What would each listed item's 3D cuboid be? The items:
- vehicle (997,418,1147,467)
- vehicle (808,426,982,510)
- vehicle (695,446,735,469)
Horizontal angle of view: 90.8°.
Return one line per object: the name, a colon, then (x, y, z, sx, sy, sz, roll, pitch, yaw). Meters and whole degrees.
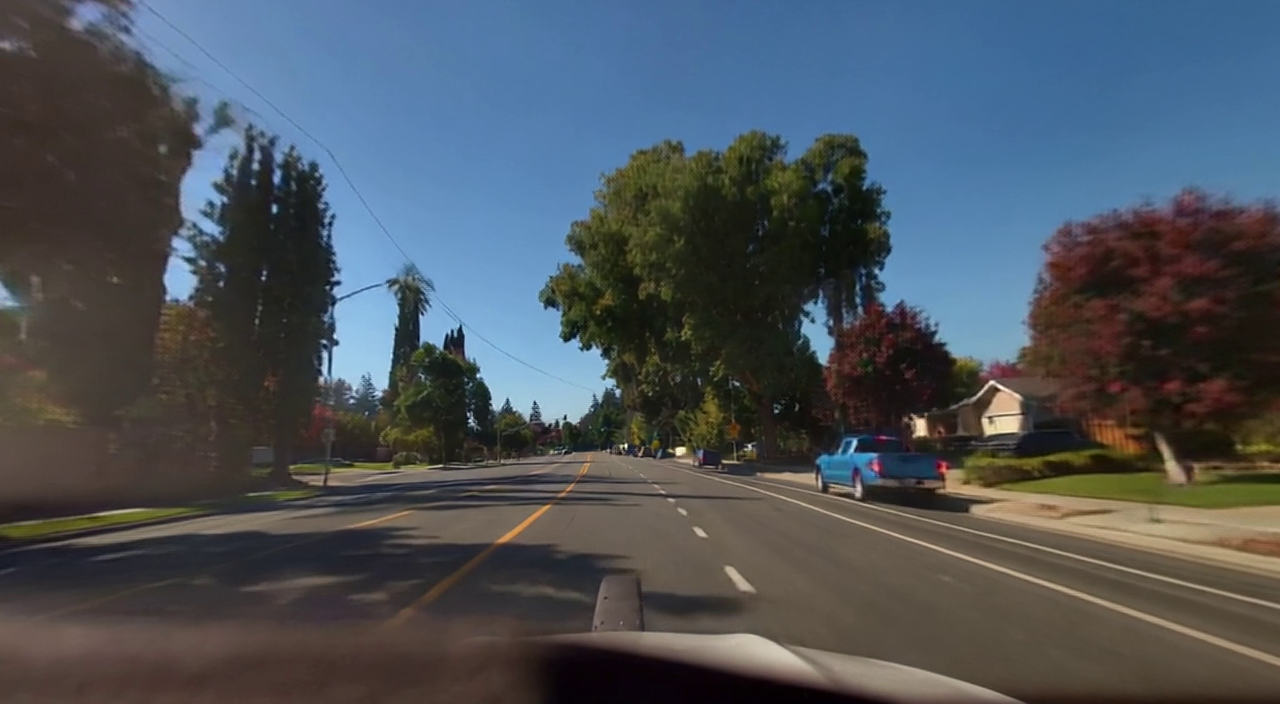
vehicle: (17.544, 3.692, 25.802, 4.623, 1.741, 1.924, -2, -8, -1)
vehicle: (6.513, 3.037, 17.128, 2.285, 1.868, 5.575, 0, -9, -1)
vehicle: (5.093, 7.259, 43.541, 1.969, 1.495, 4.328, 0, -9, -3)
